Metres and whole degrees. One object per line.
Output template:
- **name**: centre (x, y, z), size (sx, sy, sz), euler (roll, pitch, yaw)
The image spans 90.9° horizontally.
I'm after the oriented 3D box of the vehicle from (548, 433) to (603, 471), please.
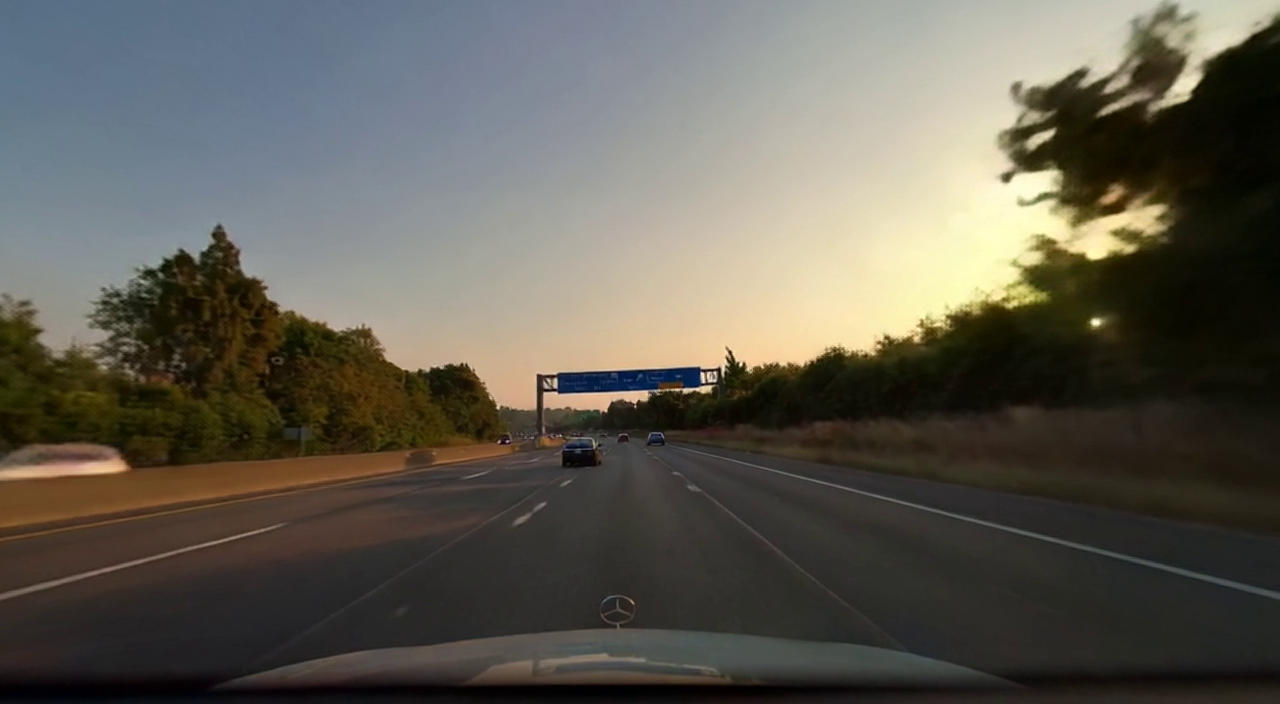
- **vehicle**: centre (-2.692, 4.249, 27.192), size (2.000, 1.491, 3.913), euler (0, -7, 0)
